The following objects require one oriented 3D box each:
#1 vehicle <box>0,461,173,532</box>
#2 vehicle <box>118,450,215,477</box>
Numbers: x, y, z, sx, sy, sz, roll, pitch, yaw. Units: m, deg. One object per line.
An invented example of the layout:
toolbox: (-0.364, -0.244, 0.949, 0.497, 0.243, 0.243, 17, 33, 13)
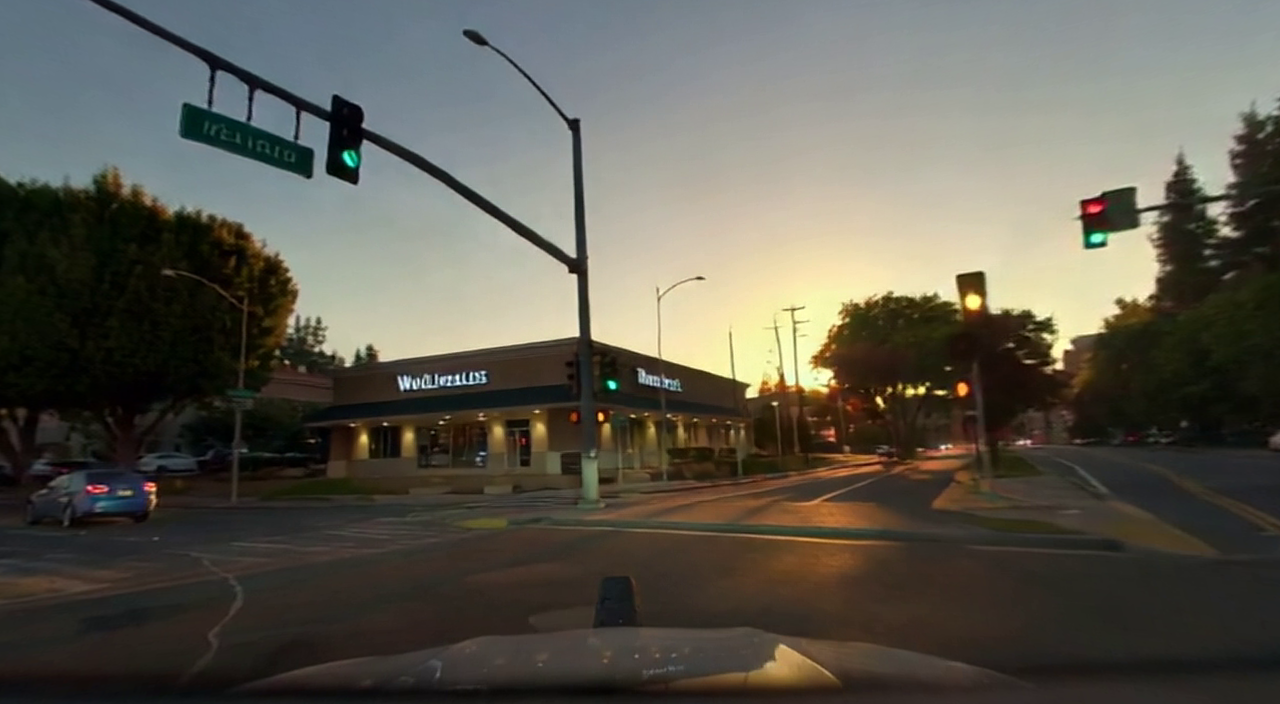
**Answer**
vehicle: (-15.419, 3.884, 17.513, 4.312, 1.642, 2.197, -5, -10, 28)
vehicle: (-33.007, 7.739, 44.187, 2.189, 1.737, 4.851, -4, -9, 23)
